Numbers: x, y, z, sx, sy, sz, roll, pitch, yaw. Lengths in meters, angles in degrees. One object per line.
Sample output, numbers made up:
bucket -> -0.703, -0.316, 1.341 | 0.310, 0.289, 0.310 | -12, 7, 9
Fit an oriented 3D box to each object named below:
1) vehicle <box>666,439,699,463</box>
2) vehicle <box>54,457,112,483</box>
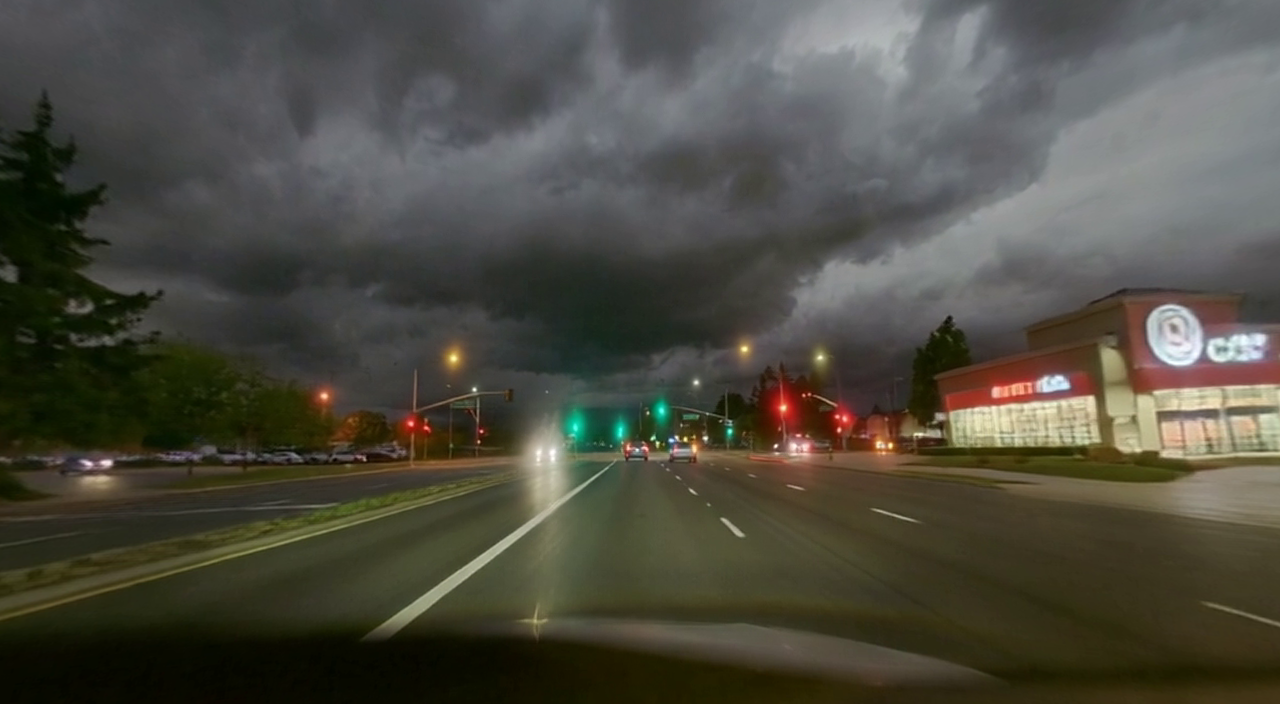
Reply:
vehicle -> 3.205, 7.575, 48.331 | 2.103, 1.726, 4.385 | 0, -9, -1
vehicle -> -34.327, 7.204, 38.865 | 4.381, 1.430, 1.899 | -7, -11, 40
